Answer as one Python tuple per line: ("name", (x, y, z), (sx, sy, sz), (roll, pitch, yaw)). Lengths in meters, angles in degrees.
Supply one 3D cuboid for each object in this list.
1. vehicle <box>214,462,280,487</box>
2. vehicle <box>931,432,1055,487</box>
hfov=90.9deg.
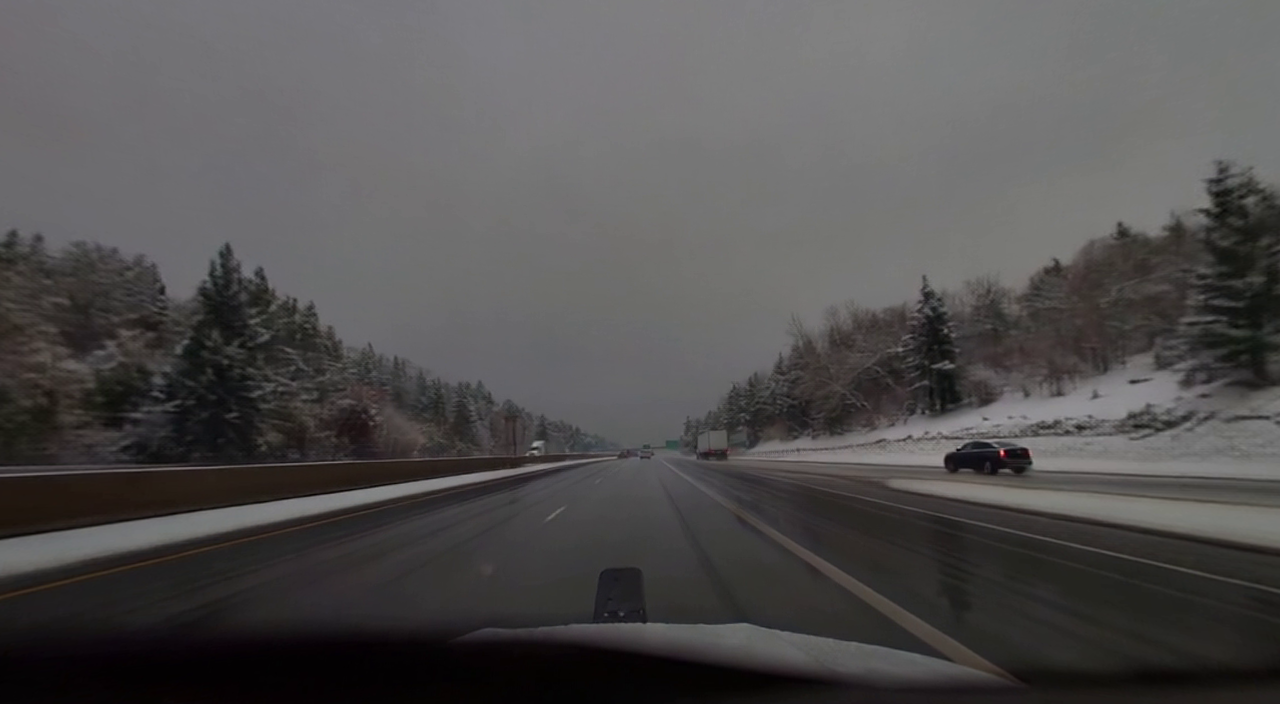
("vehicle", (-27.516, 8.548, 44.298), (1.792, 1.578, 4.359), (0, -9, 0))
("vehicle", (12.723, 3.895, 23.034), (2.038, 1.823, 3.744), (1, -9, -6))
